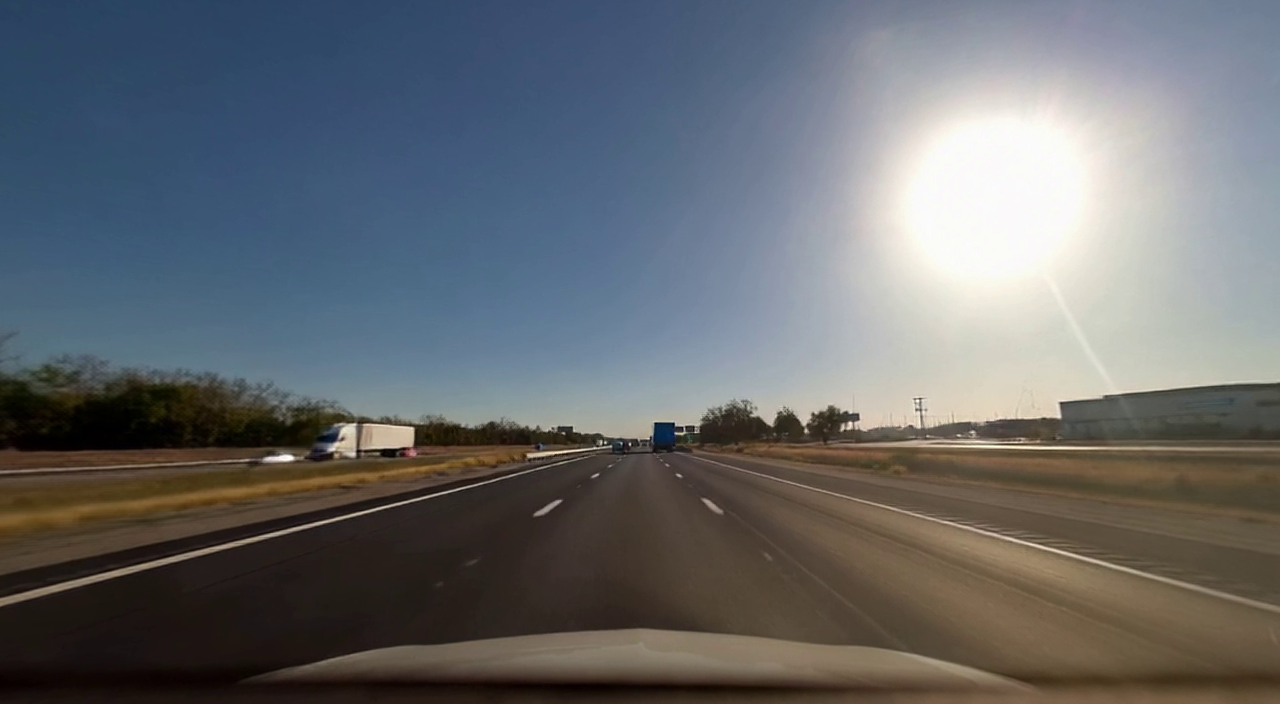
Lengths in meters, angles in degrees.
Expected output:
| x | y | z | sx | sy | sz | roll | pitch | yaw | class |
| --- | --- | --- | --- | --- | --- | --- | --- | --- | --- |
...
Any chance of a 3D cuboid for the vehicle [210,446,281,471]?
| x | y | z | sx | sy | sz | roll | pitch | yaw | class |
| --- | --- | --- | --- | --- | --- | --- | --- | --- | --- |
| -29.182 | 7.857 | 46.788 | 2.015 | 1.746 | 4.942 | 0 | -8 | 2 | vehicle |
